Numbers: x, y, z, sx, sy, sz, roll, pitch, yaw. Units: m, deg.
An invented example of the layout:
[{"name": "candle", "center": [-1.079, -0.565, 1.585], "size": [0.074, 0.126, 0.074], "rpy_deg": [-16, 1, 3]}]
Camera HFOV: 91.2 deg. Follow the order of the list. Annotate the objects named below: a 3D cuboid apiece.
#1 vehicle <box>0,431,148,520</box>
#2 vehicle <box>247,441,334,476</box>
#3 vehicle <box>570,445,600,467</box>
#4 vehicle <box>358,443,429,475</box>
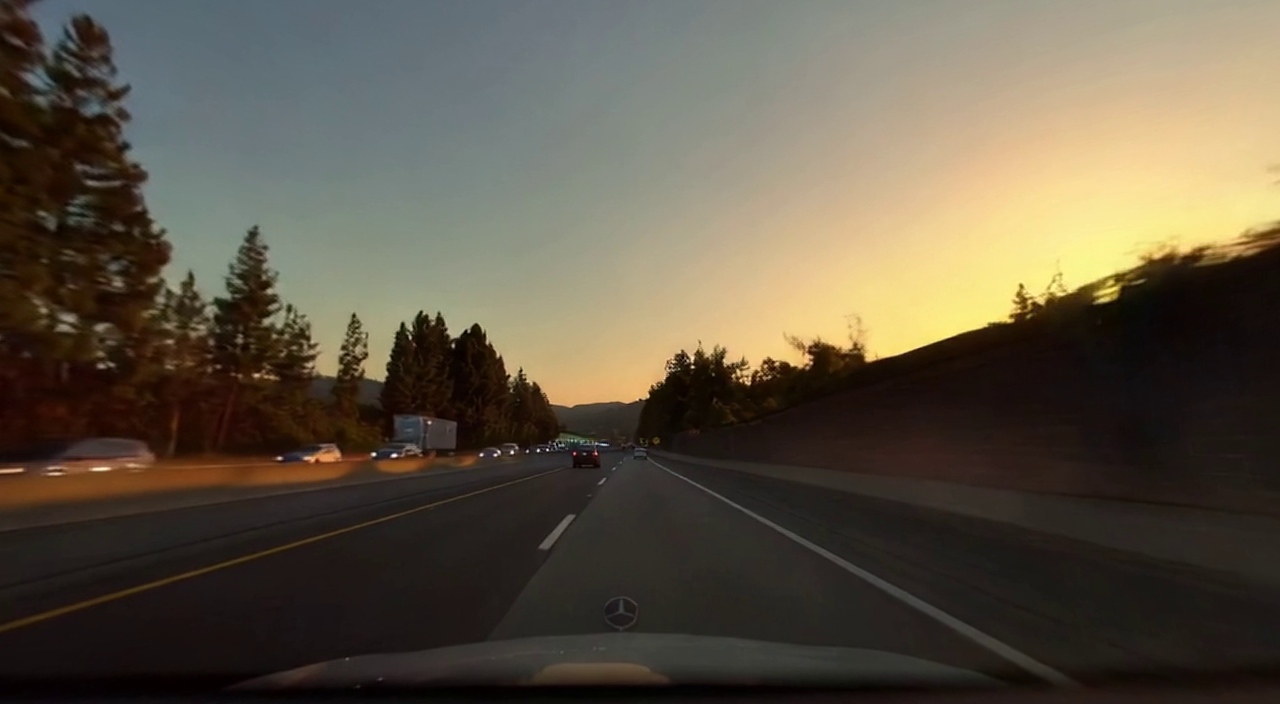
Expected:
[{"name": "vehicle", "center": [-11.597, 2.218, 11.428], "size": [1.887, 1.473, 4.124], "rpy_deg": [0, -9, 0]}, {"name": "vehicle", "center": [-17.373, 5.307, 31.424], "size": [1.908, 1.563, 4.329], "rpy_deg": [0, -9, -1]}, {"name": "vehicle", "center": [-4.303, 8.219, 49.657], "size": [2.098, 1.692, 4.038], "rpy_deg": [0, -9, 0]}, {"name": "vehicle", "center": [-12.522, 5.439, 32.112], "size": [1.898, 1.498, 4.375], "rpy_deg": [0, -9, -1]}]
